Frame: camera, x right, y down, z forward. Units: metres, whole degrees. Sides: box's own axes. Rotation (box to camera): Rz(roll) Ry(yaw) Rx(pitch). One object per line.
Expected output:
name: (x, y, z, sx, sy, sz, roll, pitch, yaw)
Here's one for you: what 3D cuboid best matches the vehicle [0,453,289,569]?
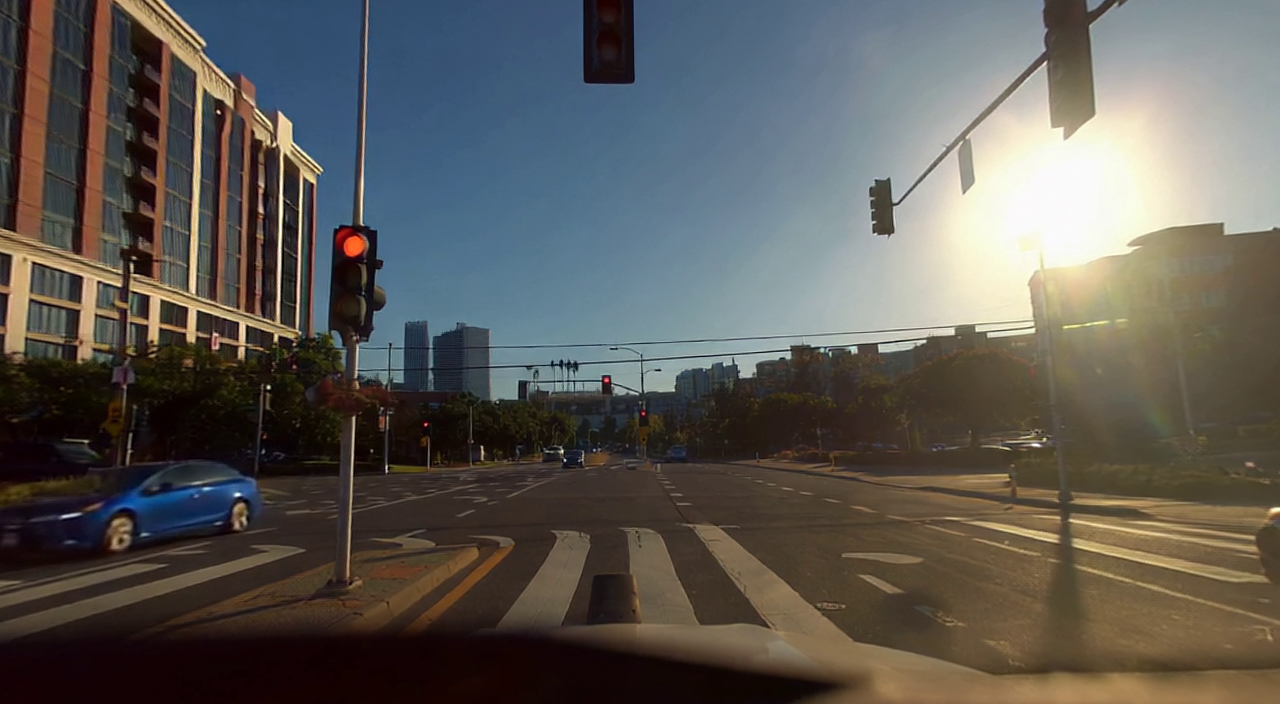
vehicle: (-8.800, 2.639, 11.264, 1.970, 1.578, 4.470, -2, -9, 7)
